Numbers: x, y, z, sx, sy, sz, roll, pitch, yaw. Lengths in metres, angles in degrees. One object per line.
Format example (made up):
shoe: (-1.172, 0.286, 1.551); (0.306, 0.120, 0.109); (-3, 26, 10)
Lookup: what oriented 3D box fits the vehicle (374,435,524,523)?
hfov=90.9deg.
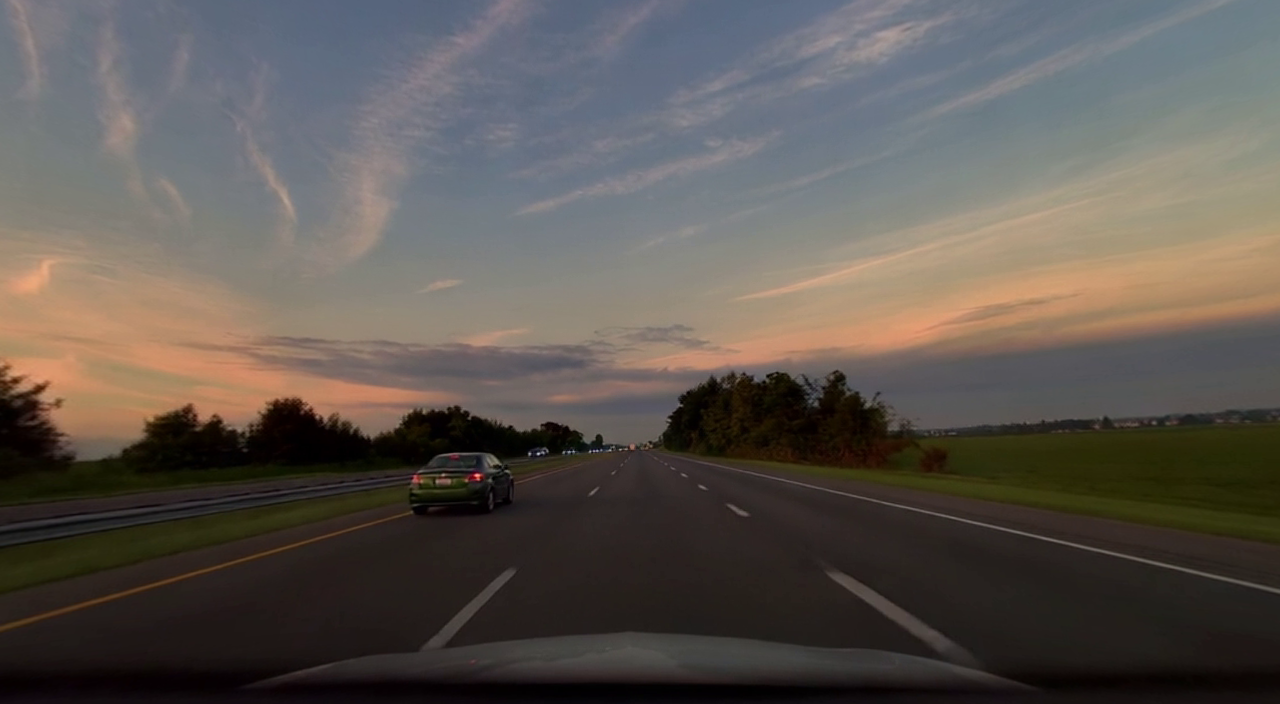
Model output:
vehicle: (-3.685, 2.523, 12.988); (1.815, 1.500, 4.036); (0, -9, 0)
